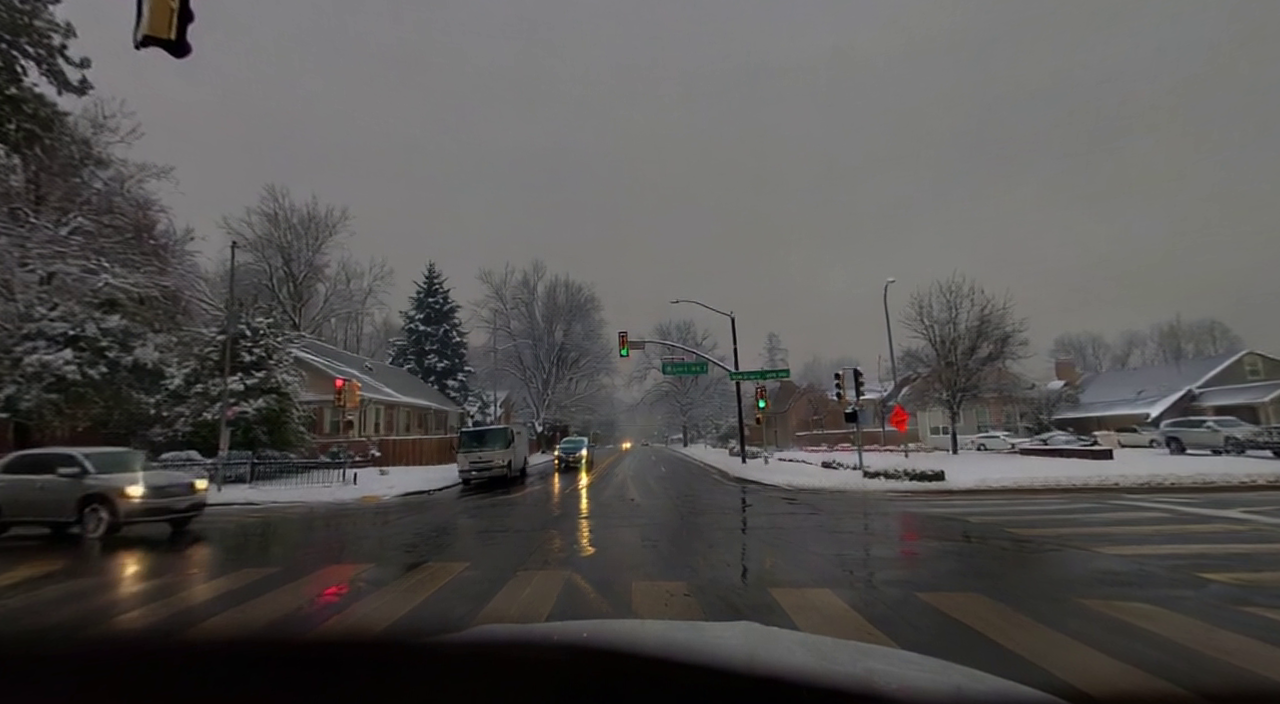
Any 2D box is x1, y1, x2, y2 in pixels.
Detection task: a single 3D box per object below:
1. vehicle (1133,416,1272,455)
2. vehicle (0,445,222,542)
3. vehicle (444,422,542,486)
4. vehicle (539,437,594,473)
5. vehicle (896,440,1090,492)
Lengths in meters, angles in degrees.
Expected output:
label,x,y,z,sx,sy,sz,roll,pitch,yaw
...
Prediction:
label,x,y,z,sx,sy,sz,roll,pitch,yaw
vehicle,33.273,4.953,37.493,5.969,2.225,2.458,0,-9,-4
vehicle,-11.188,2.708,12.497,4.390,1.700,2.048,-1,-9,4
vehicle,-6.490,4.651,29.197,2.896,2.560,7.322,0,-8,-1
vehicle,-3.683,5.278,32.496,2.302,1.708,4.764,0,-9,0
vehicle,11.191,3.626,20.432,5.158,1.470,2.012,-4,-10,26
